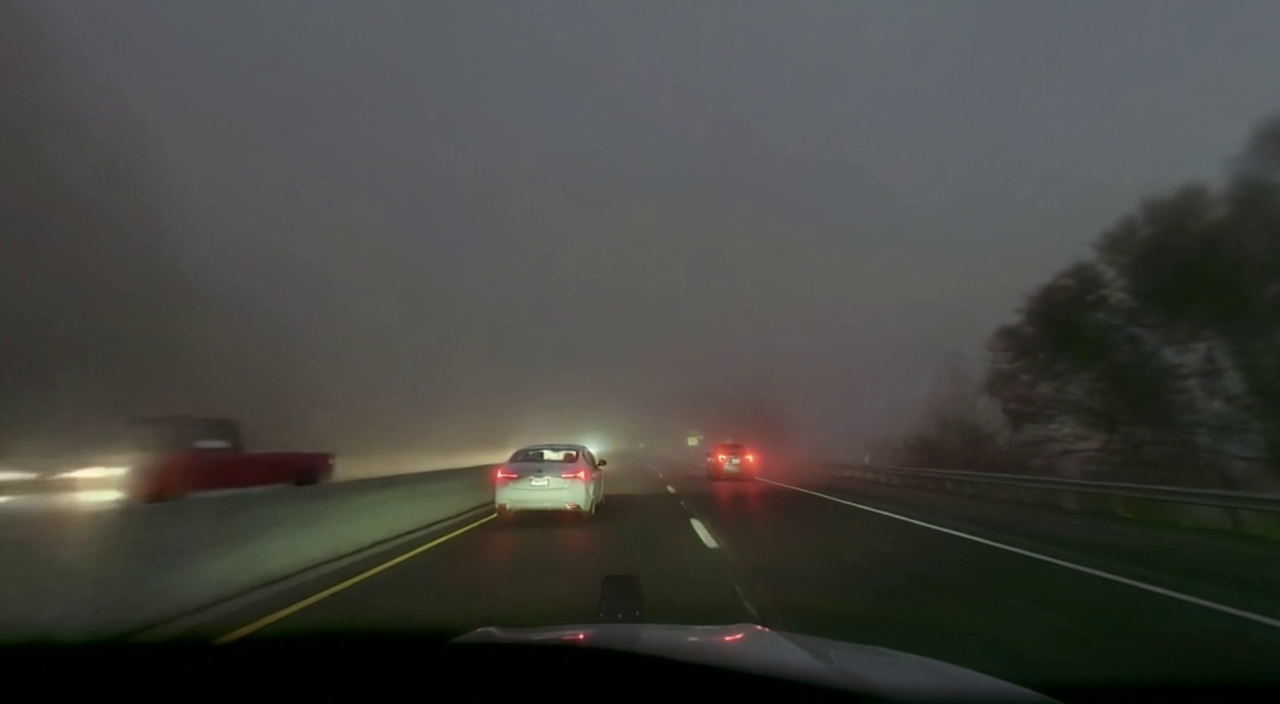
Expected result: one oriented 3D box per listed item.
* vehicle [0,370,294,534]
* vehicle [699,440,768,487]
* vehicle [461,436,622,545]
[{"bbox_3d":[-9.746,1.950,12.467,2.391,2.518,5.577,0,-9,1],"label":"vehicle"},{"bbox_3d":[3.297,3.991,22.705,1.910,1.554,3.718,0,-9,0],"label":"vehicle"},{"bbox_3d":[-1.419,2.225,10.761,2.013,1.479,4.169,0,-9,1],"label":"vehicle"}]
